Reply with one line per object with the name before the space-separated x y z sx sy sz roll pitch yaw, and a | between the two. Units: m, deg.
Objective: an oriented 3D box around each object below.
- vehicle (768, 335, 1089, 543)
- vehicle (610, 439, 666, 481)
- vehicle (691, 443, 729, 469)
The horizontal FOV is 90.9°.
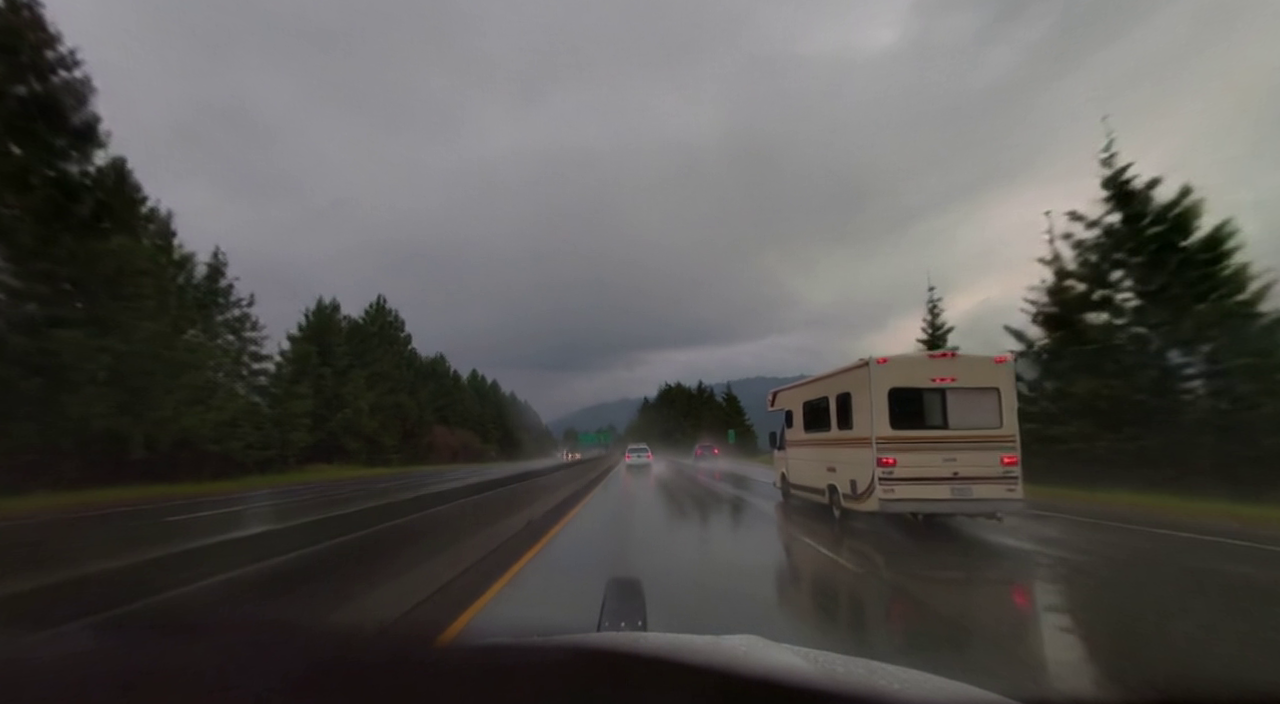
vehicle | 4.630 1.706 12.156 2.745 2.832 7.035 0 -9 -1
vehicle | -0.118 4.426 25.985 2.120 1.575 4.018 0 -9 -1
vehicle | 4.036 6.075 36.882 1.757 1.459 3.398 0 -9 -1
